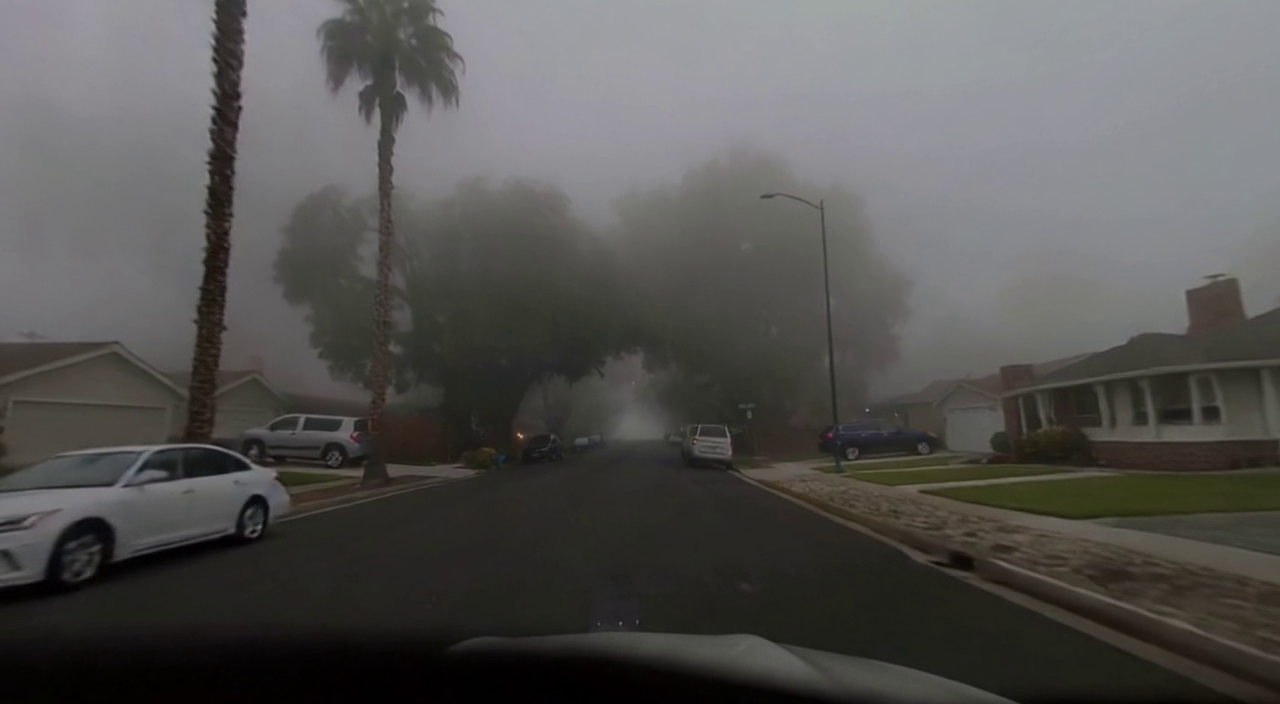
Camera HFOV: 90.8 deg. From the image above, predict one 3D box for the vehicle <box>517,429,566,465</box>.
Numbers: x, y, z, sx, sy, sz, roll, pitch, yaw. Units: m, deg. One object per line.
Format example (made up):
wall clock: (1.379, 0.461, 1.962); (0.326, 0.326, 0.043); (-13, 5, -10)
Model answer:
vehicle: (-5.393, 5.226, 35.305); (2.147, 1.823, 4.725); (-1, -7, -2)

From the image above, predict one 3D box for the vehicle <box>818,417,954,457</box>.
vehicle: (9.713, 3.395, 25.239); (4.643, 1.520, 1.826); (-1, -8, 2)

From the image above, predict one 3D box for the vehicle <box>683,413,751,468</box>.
vehicle: (3.053, 3.718, 26.433); (2.184, 2.038, 6.212); (0, -8, 1)

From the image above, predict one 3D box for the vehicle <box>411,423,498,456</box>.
vehicle: (-11.952, 5.668, 41.021); (4.991, 1.947, 2.329); (-1, -8, -2)

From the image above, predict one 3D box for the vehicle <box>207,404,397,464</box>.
vehicle: (-11.773, 2.919, 22.375); (5.340, 1.948, 2.398); (0, -8, 0)

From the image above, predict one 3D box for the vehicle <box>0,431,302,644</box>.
vehicle: (-5.609, 1.582, 6.432); (1.949, 1.511, 4.466); (0, -7, -1)
